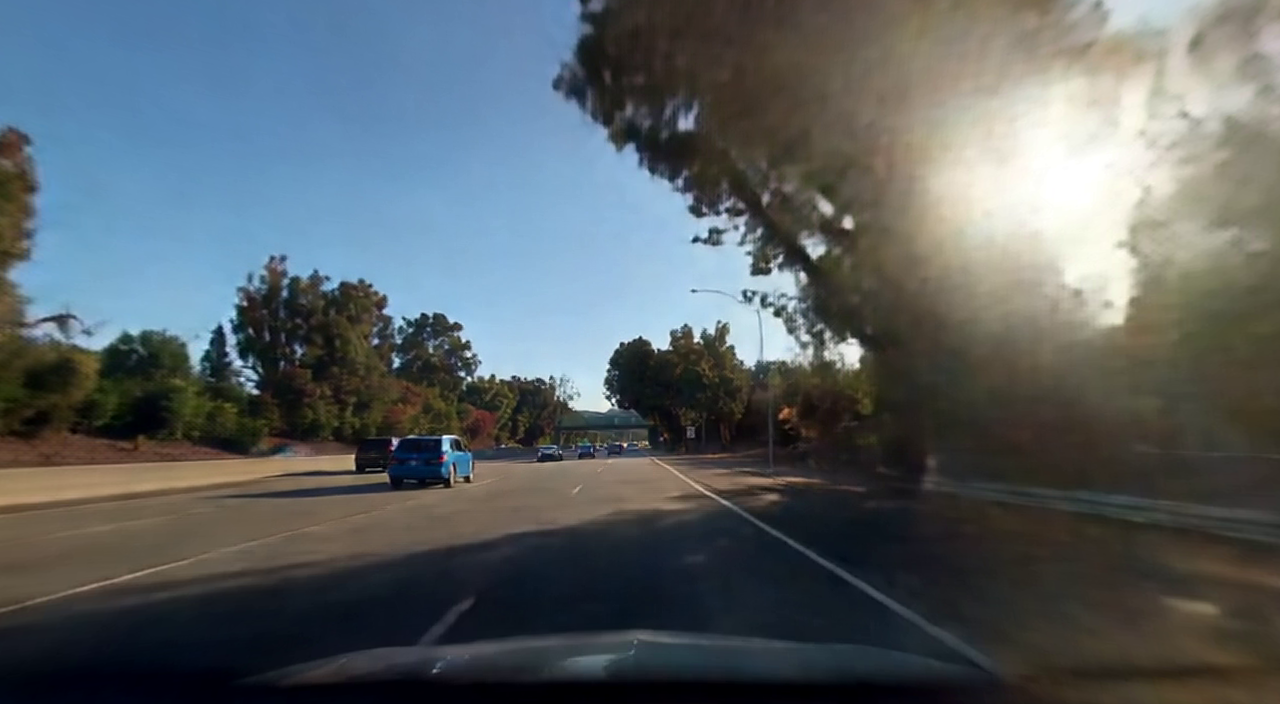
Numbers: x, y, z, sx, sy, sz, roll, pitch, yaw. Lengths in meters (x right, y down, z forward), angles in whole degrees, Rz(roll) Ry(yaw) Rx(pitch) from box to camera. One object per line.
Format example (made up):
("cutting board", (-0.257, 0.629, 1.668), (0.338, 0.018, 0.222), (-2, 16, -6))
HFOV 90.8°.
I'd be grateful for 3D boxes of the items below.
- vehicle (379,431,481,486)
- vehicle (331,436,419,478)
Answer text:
("vehicle", (-7.389, 3.811, 22.817), (2.146, 1.766, 4.502), (0, -9, -1))
("vehicle", (-11.639, 4.638, 28.124), (2.016, 1.711, 4.365), (0, -9, -1))
